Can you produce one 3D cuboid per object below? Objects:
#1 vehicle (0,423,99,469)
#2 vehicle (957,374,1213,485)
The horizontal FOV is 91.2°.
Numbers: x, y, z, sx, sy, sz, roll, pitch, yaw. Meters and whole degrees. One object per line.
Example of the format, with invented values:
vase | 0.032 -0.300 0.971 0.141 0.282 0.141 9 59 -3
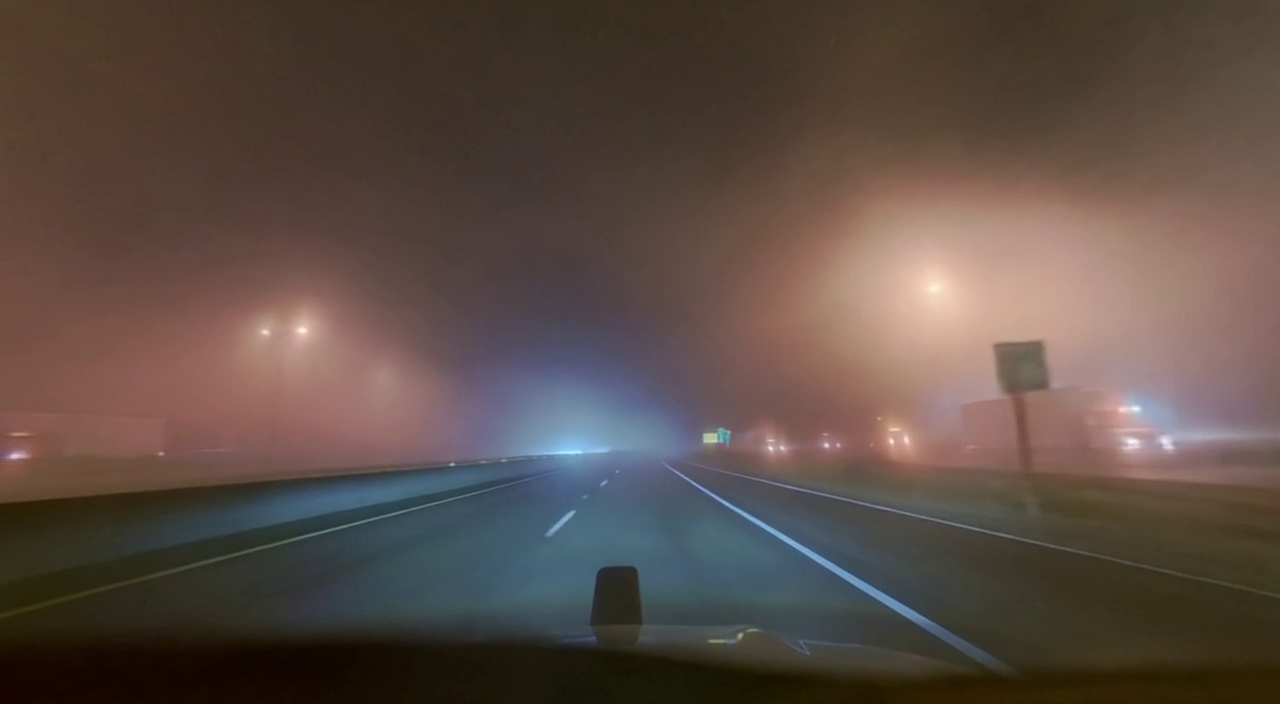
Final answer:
vehicle | -34.501 5.312 35.067 2.235 2.370 7.070 -1 -9 -1
vehicle | 20.490 3.929 31.129 2.840 4.125 15.151 -1 -8 5
